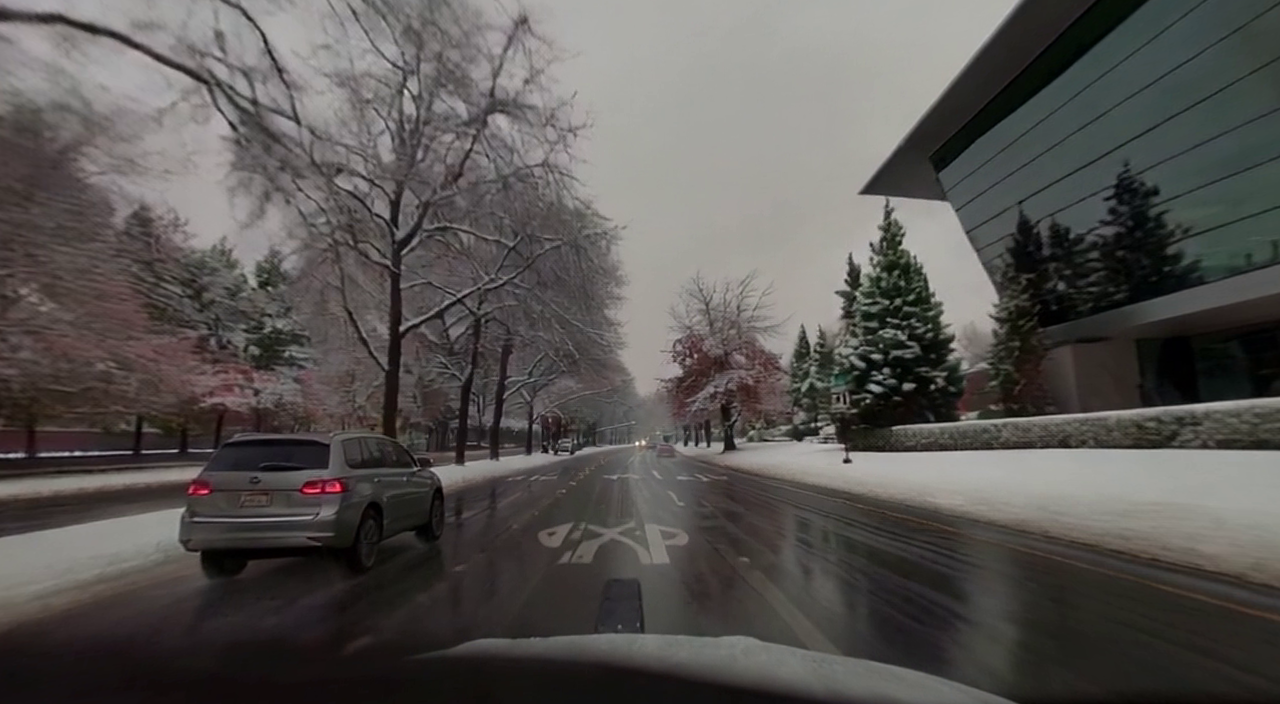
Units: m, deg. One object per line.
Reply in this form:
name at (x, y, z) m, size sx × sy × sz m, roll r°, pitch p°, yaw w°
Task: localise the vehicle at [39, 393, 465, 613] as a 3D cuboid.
vehicle at (-3.672, 1.508, 7.289) m, size 2.067 × 1.700 × 4.561 m, roll 0°, pitch -8°, yaw -1°
